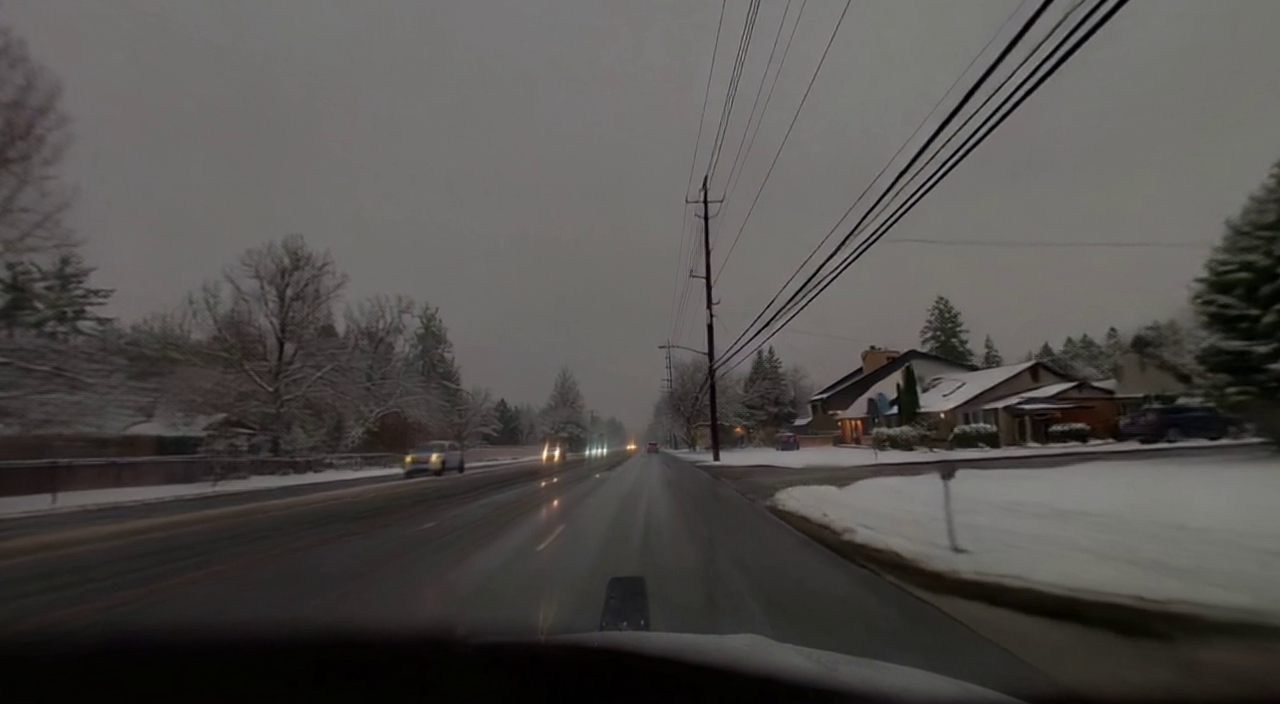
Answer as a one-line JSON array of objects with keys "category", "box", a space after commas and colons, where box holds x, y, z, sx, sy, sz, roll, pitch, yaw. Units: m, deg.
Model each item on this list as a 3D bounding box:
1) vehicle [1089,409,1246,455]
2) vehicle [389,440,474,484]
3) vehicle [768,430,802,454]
[{"category": "vehicle", "box": [21.775, 3.368, 26.207, 4.389, 1.751, 2.158, -1, -11, 6]}, {"category": "vehicle", "box": [-8.928, 4.749, 27.462, 2.003, 1.719, 4.489, 0, -9, 2]}, {"category": "vehicle", "box": [11.425, 7.187, 49.955, 1.737, 1.633, 3.268, 3, -11, -4]}]
